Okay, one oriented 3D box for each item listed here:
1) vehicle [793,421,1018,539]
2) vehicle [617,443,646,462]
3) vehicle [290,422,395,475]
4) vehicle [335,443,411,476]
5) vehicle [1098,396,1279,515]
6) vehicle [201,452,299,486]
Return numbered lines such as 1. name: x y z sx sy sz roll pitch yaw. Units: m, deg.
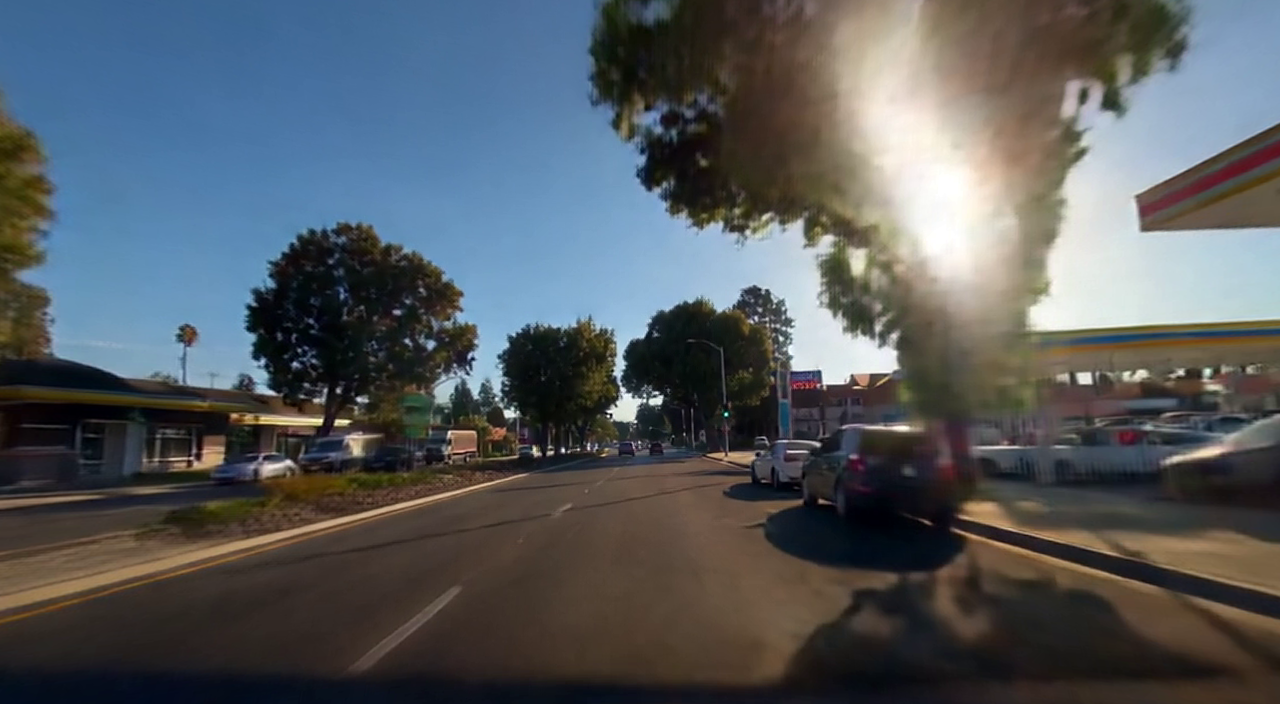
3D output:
1. vehicle: 4.432 2.209 11.505 2.179 1.709 4.512 0 -9 1
2. vehicle: -0.623 7.903 49.744 1.959 1.406 4.272 -1 -9 3
3. vehicle: -18.421 6.062 39.646 2.837 2.953 7.214 0 -9 2
4. vehicle: -14.150 5.690 33.733 1.977 1.619 4.612 0 -9 1
5. vehicle: 11.832 1.814 11.275 5.404 1.914 2.159 -1 -9 3
6. vehicle: -18.660 5.584 30.444 1.817 1.460 4.524 0 -9 1
